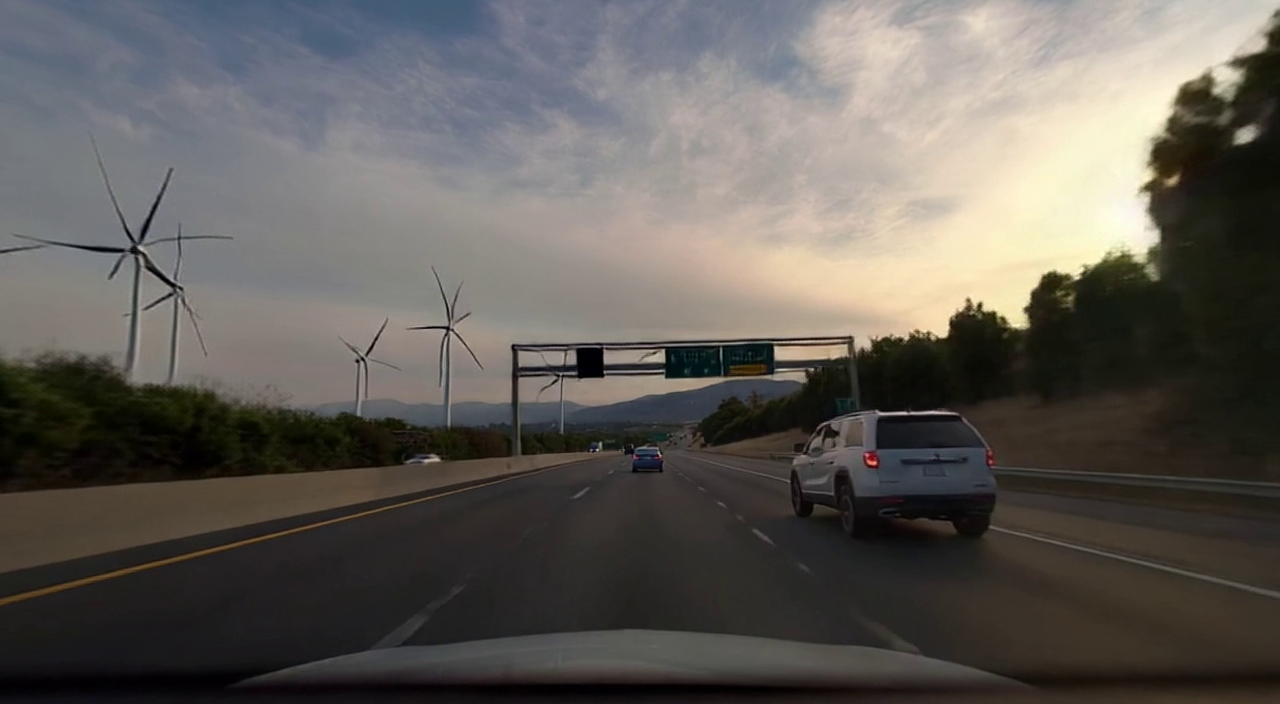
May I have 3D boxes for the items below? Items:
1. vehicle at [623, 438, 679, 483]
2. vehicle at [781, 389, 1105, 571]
[{"bbox_3d":[0.387,4.363,25.471,2.083,1.653,3.787,0,-9,0],"label":"vehicle"},{"bbox_3d":[3.689,1.695,9.051,2.104,1.861,4.956,0,-9,-1],"label":"vehicle"}]
